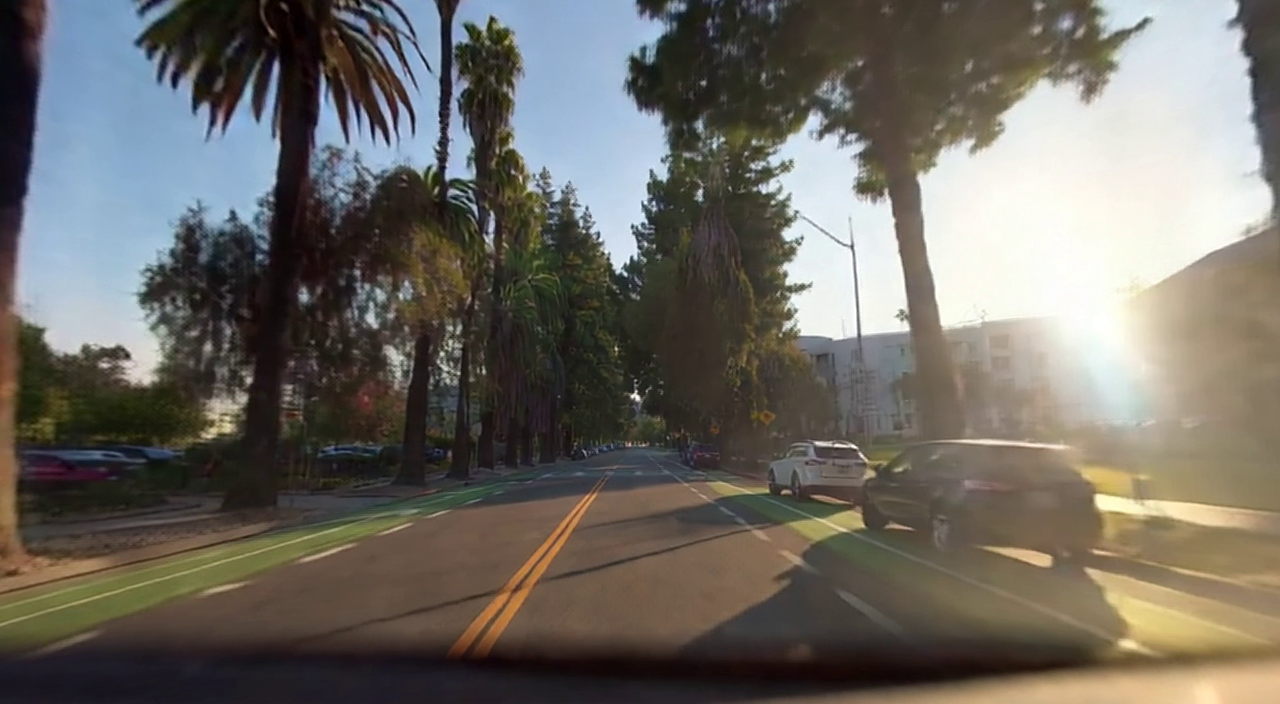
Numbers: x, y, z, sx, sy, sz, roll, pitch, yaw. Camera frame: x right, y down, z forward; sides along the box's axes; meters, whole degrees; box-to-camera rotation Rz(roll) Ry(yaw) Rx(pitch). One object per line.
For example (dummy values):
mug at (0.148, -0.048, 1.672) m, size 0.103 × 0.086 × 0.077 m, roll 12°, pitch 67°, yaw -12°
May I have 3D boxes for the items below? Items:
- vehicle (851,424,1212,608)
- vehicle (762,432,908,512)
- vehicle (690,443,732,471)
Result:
vehicle at (4.492, 1.913, 8.298) m, size 2.000 × 1.732 × 4.298 m, roll -1°, pitch -9°, yaw 1°
vehicle at (4.748, 3.002, 16.315) m, size 2.144 × 1.720 × 4.794 m, roll 0°, pitch -9°, yaw -1°
vehicle at (4.366, 6.548, 39.561) m, size 1.997 × 1.640 × 4.494 m, roll 0°, pitch -9°, yaw -1°
